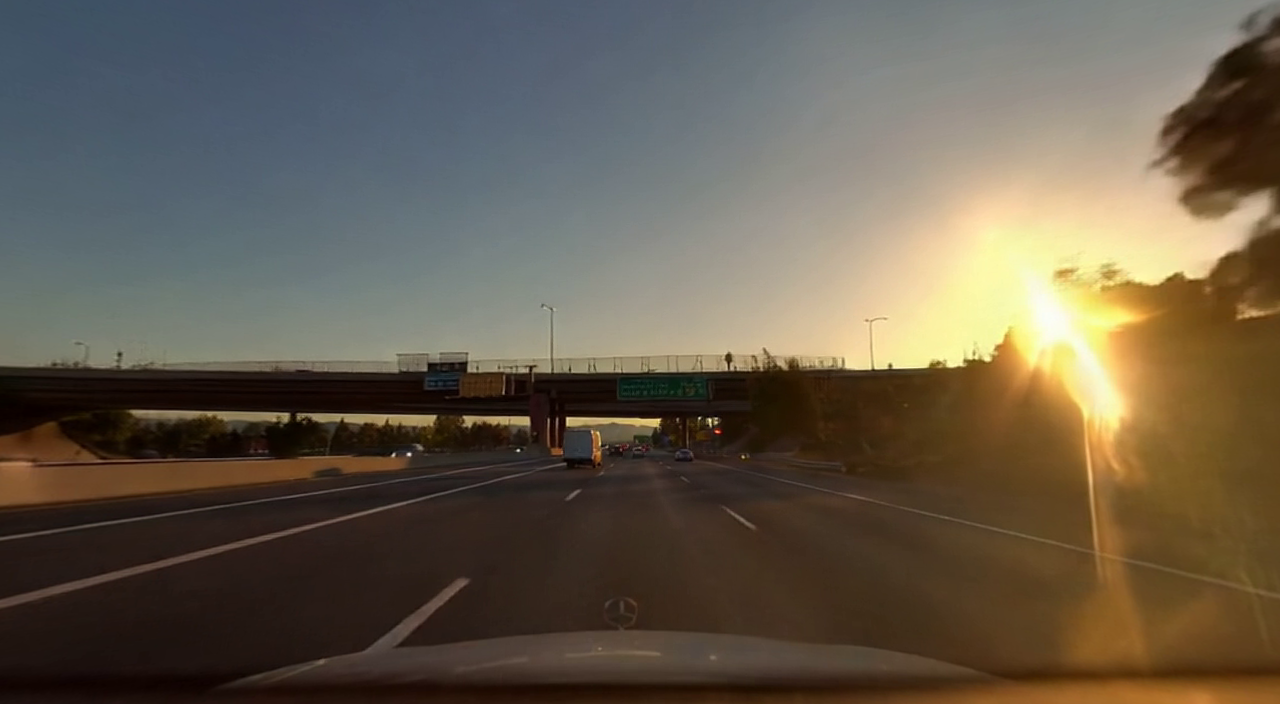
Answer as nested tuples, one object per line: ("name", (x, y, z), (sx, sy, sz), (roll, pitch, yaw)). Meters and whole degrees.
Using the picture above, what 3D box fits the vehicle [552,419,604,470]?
("vehicle", (-3.822, 5.967, 40.691), (2.881, 2.937, 7.045), (0, -9, -2))
